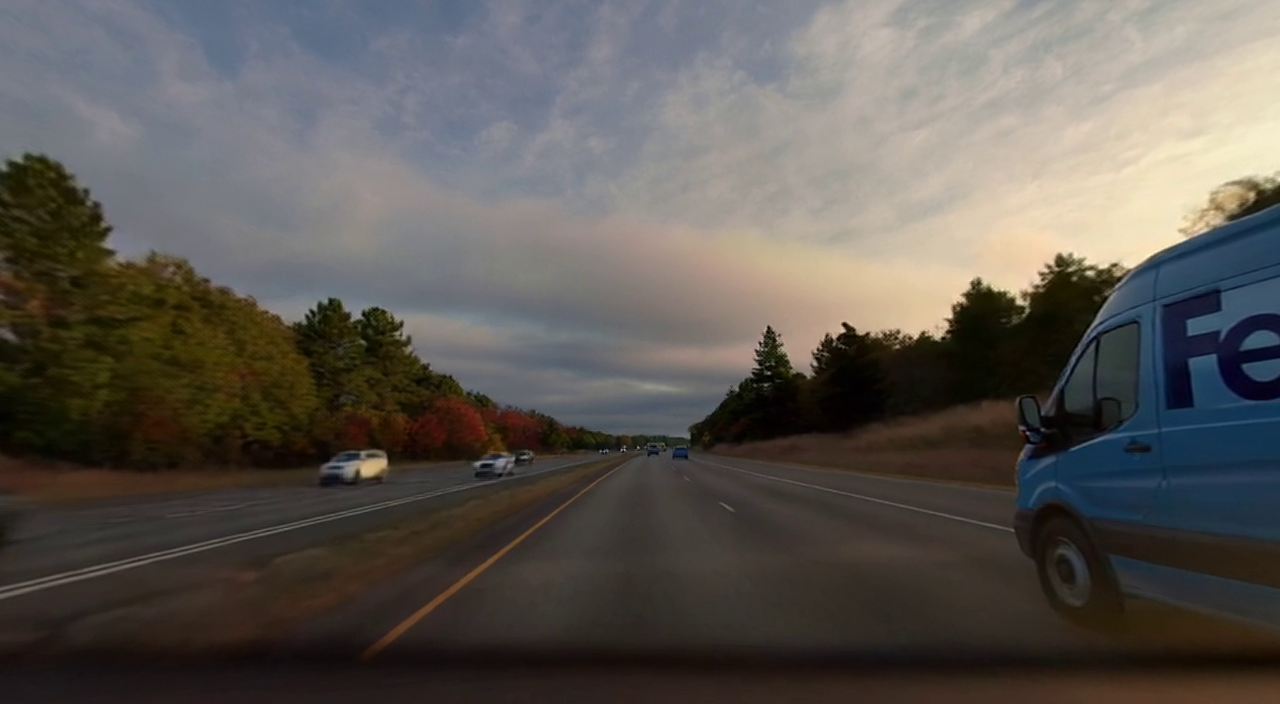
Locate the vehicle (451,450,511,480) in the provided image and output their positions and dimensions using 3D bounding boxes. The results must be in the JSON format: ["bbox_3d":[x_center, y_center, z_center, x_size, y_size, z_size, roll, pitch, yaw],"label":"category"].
[{"bbox_3d":[-8.533,6.081,34.204,2.050,1.462,4.387,0,-9,1],"label":"vehicle"}]

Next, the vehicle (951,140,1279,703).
[{"bbox_3d":[3.925,0.333,2.141,2.522,2.556,6.180,0,-9,0],"label":"vehicle"}]

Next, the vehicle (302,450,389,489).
[{"bbox_3d":[-12.526,4.986,27.071,1.839,1.475,3.821,-1,-9,1],"label":"vehicle"}]
